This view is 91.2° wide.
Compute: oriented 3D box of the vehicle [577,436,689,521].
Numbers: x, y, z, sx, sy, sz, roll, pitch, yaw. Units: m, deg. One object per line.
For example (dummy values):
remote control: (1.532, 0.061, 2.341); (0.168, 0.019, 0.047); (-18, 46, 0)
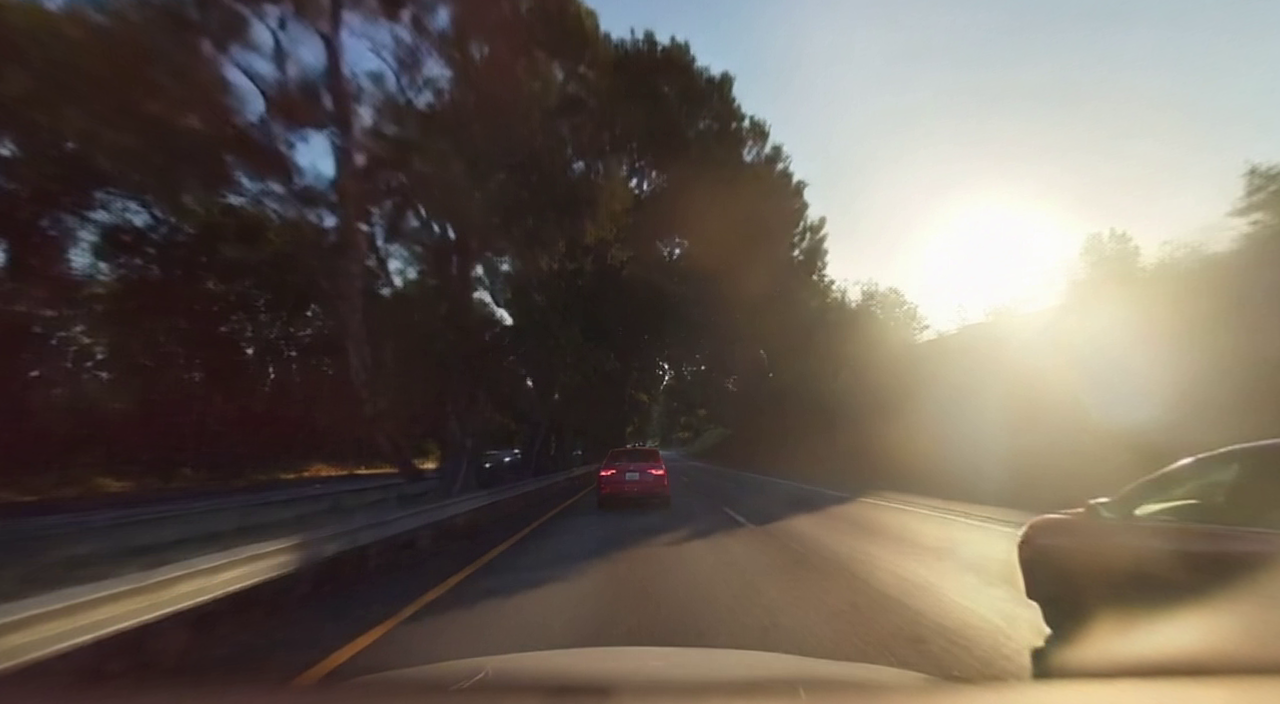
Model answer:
vehicle: (-0.163, 2.698, 13.911); (2.083, 1.548, 4.251); (0, -9, -1)

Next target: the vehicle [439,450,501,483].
vehicle: (-8.787, 5.929, 32.709); (1.913, 1.557, 4.185); (-1, -9, 3)

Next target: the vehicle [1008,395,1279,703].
vehicle: (3.804, 0.928, 2.549); (2.021, 1.533, 4.014); (0, -9, -2)
